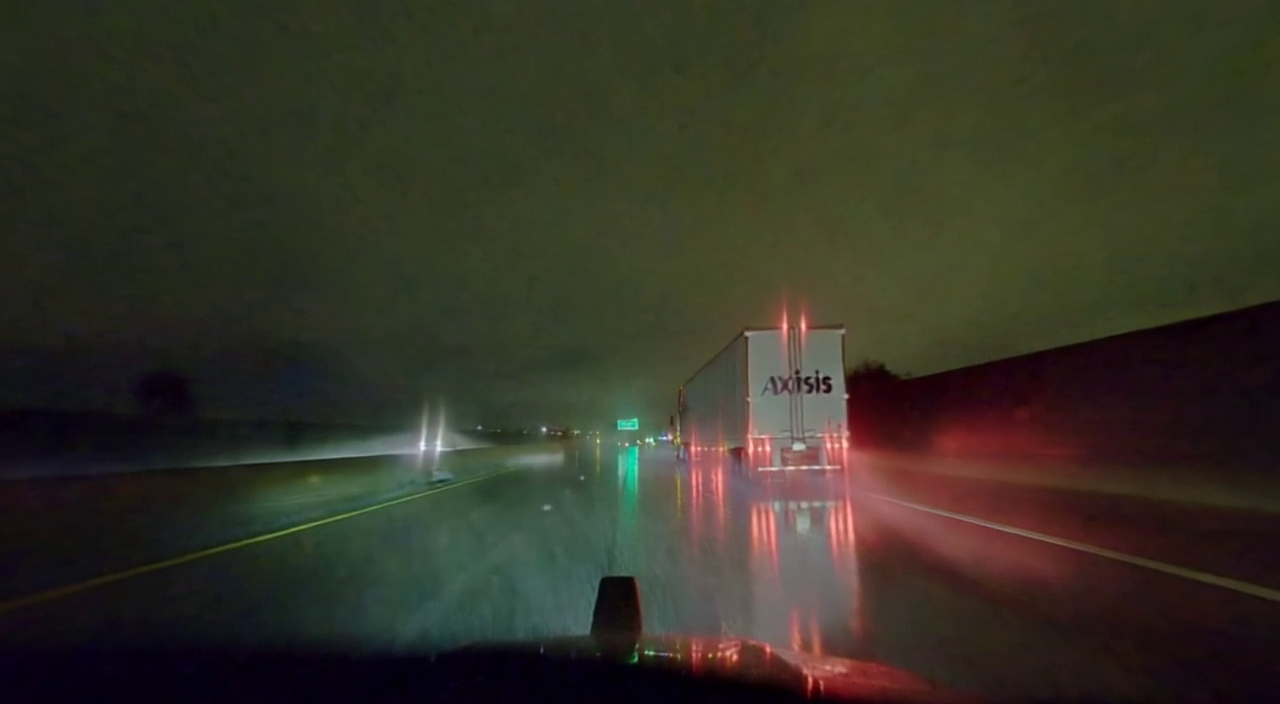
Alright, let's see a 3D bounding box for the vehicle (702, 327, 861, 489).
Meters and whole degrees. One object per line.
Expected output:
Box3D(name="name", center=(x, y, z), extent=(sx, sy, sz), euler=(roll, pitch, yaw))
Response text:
Box3D(name="vehicle", center=(3.900, 1.957, 20.035), extent=(2.880, 3.986, 9.103), euler=(0, -8, 0))
